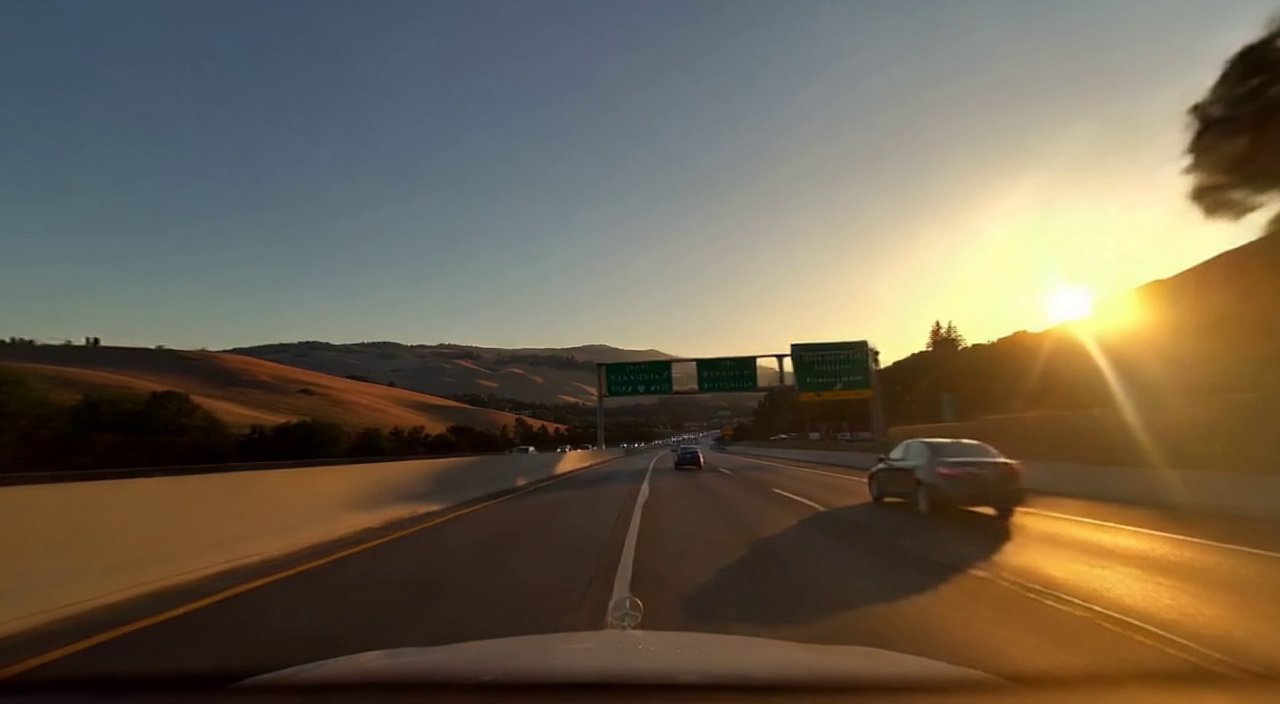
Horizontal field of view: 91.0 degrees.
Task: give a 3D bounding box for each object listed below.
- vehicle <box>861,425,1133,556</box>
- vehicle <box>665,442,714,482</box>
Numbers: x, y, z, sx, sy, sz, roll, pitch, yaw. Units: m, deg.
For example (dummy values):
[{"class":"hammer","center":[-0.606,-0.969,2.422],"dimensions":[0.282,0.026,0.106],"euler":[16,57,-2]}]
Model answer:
[{"class":"vehicle","center":[5.060,1.983,9.775],"dimensions":[1.770,1.566,4.282],"euler":[0,-8,1]},{"class":"vehicle","center":[1.838,4.199,24.358],"dimensions":[1.683,1.400,3.868],"euler":[-1,-8,2]}]
